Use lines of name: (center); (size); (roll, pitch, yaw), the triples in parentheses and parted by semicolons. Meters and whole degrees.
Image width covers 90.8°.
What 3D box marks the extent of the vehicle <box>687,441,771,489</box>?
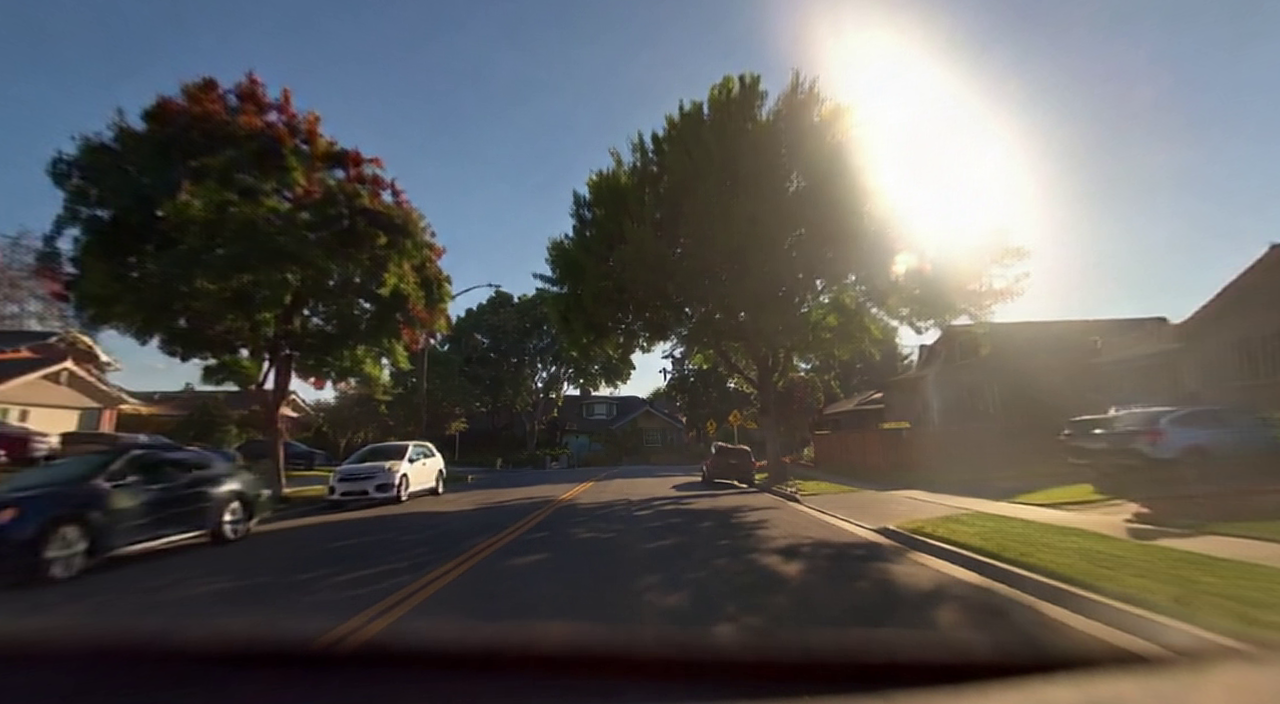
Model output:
vehicle: (2.971, 3.896, 22.116); (2.167, 1.479, 4.597); (0, -9, -1)

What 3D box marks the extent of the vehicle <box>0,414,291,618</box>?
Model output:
vehicle: (-6.796, 1.801, 7.967); (2.208, 1.797, 4.559); (0, -9, -1)

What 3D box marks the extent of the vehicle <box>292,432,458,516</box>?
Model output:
vehicle: (-6.935, 3.227, 17.447); (2.225, 1.817, 5.731); (-2, -8, -1)
